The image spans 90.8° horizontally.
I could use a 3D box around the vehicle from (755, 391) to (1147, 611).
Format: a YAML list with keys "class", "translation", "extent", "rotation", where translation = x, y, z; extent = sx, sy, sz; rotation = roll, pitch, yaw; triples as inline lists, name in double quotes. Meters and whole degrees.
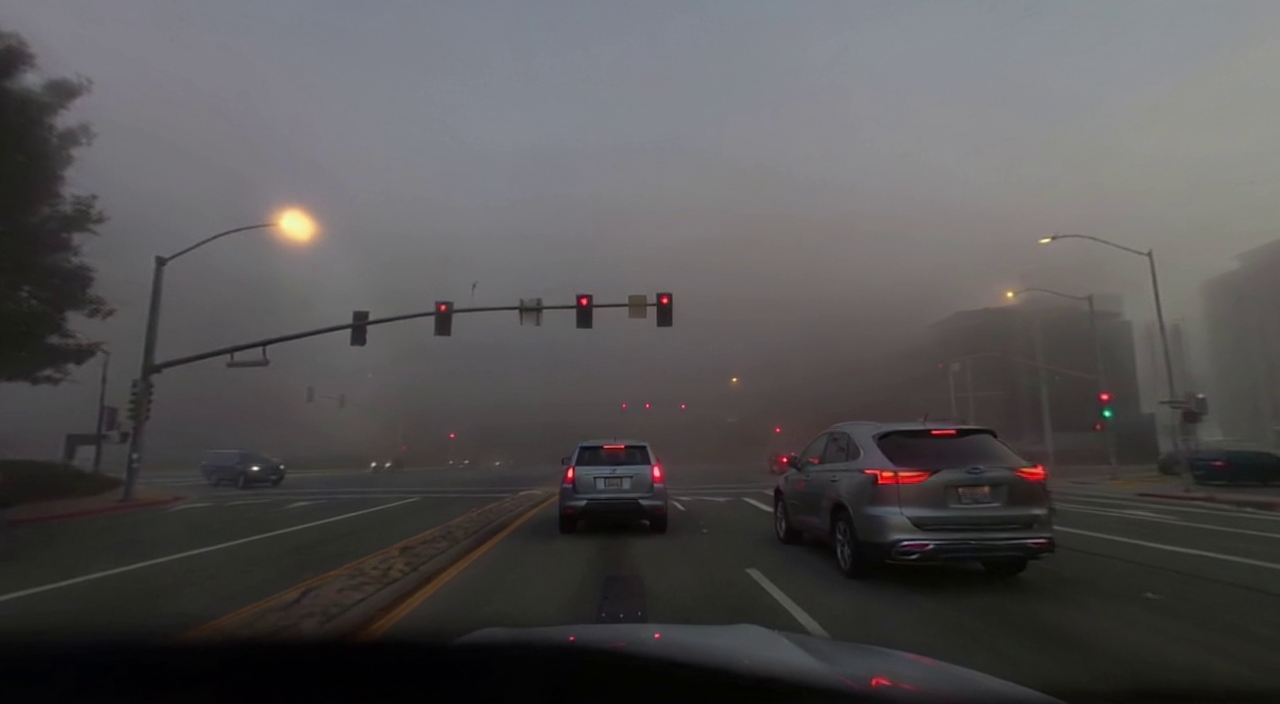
- class: "vehicle"
  translation: [2.995, 1.554, 7.492]
  extent: [2.228, 1.798, 4.370]
  rotation: [0, -9, -3]

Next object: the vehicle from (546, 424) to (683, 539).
- class: "vehicle"
  translation: [-0.437, 2.254, 11.575]
  extent: [2.039, 1.698, 4.144]
  rotation: [0, -9, -2]

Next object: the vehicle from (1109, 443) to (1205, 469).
- class: "vehicle"
  translation: [34.265, 6.905, 41.973]
  extent: [4.498, 1.710, 1.925]
  rotation: [-1, -9, 4]

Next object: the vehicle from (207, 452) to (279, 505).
- class: "vehicle"
  translation: [-15.577, 4.842, 24.733]
  extent: [2.060, 1.771, 4.802]
  rotation: [5, -10, -33]

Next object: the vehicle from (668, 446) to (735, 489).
- class: "vehicle"
  translation: [2.228, 4.310, 23.987]
  extent: [1.900, 1.459, 4.260]
  rotation: [0, -9, -3]
